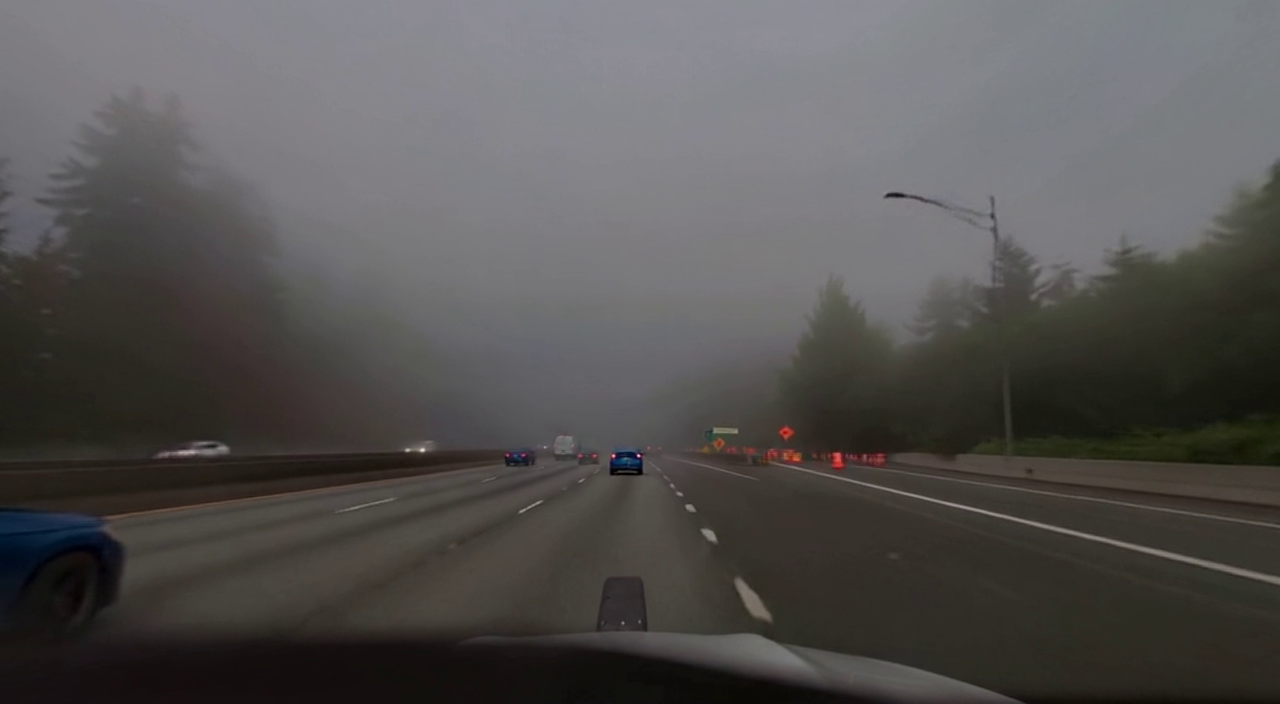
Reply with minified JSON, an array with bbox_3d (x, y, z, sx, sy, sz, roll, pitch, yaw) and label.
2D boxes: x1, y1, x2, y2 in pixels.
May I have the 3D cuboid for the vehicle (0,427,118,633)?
[{"bbox_3d":[-5.487,1.049,3.084,2.001,1.415,4.360,0,-8,2],"label":"vehicle"}]

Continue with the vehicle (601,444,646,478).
[{"bbox_3d":[-0.708,5.106,29.661,1.963,1.462,4.681,0,-8,0],"label":"vehicle"}]

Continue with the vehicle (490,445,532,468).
[{"bbox_3d":[-8.863,7.172,43.432,1.946,1.472,4.472,0,-8,-1],"label":"vehicle"}]

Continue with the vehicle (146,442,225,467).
[{"bbox_3d":[-30.108,6.785,41.747,1.880,1.524,4.473,0,-9,0],"label":"vehicle"}]
